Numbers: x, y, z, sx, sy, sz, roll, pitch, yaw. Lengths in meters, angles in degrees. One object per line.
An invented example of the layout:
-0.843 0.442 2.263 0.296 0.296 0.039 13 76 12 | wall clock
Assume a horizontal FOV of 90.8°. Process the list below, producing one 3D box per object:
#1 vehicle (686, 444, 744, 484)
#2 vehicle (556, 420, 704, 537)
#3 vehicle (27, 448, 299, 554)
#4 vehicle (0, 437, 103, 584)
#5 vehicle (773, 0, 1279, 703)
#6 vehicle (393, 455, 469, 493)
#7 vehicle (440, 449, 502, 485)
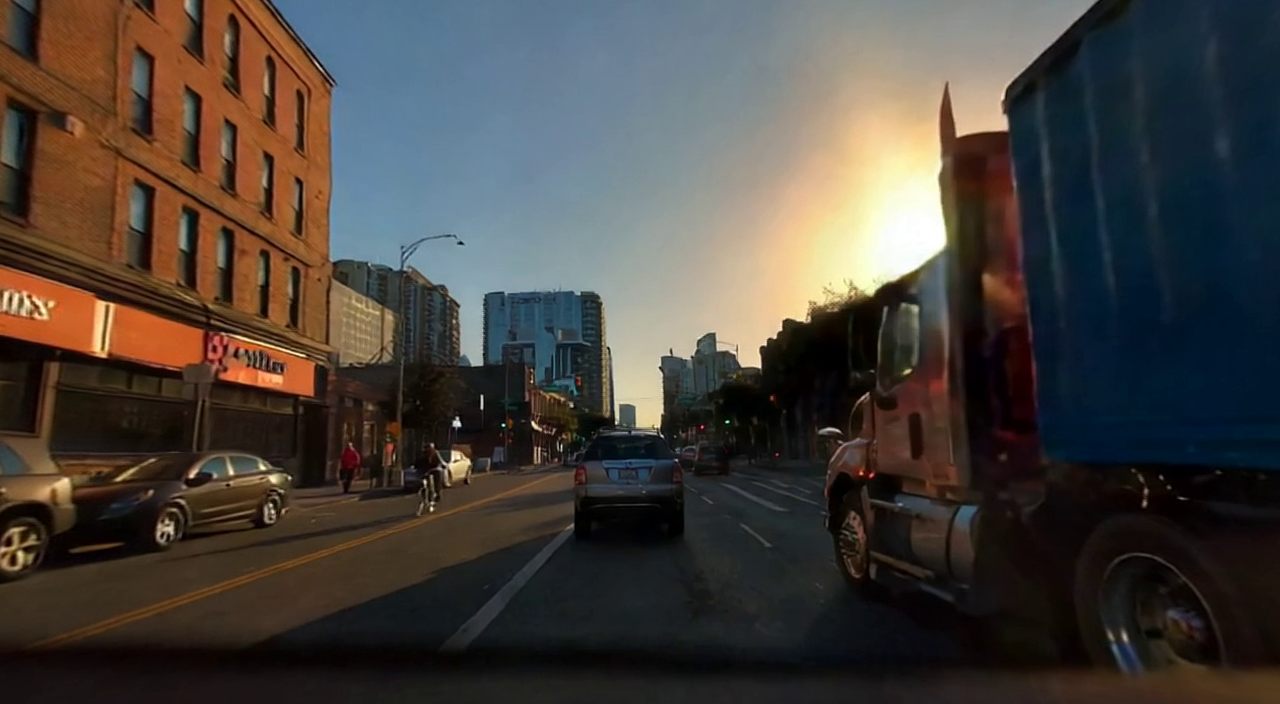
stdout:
3.387 5.126 29.332 2.159 1.696 4.316 0 -9 0 | vehicle
-0.170 2.308 12.127 2.283 1.783 4.548 0 -8 0 | vehicle
-8.844 2.734 12.339 1.896 1.652 4.269 -1 -9 1 | vehicle
-8.797 1.742 6.419 2.065 1.758 5.144 0 -8 1 | vehicle
2.983 -0.006 2.390 2.913 3.771 9.716 0 -8 1 | vehicle
-8.698 5.092 26.732 1.805 1.379 4.359 0 -8 -1 | vehicle
-8.674 5.940 32.877 2.084 1.686 4.422 0 -9 -1 | vehicle
